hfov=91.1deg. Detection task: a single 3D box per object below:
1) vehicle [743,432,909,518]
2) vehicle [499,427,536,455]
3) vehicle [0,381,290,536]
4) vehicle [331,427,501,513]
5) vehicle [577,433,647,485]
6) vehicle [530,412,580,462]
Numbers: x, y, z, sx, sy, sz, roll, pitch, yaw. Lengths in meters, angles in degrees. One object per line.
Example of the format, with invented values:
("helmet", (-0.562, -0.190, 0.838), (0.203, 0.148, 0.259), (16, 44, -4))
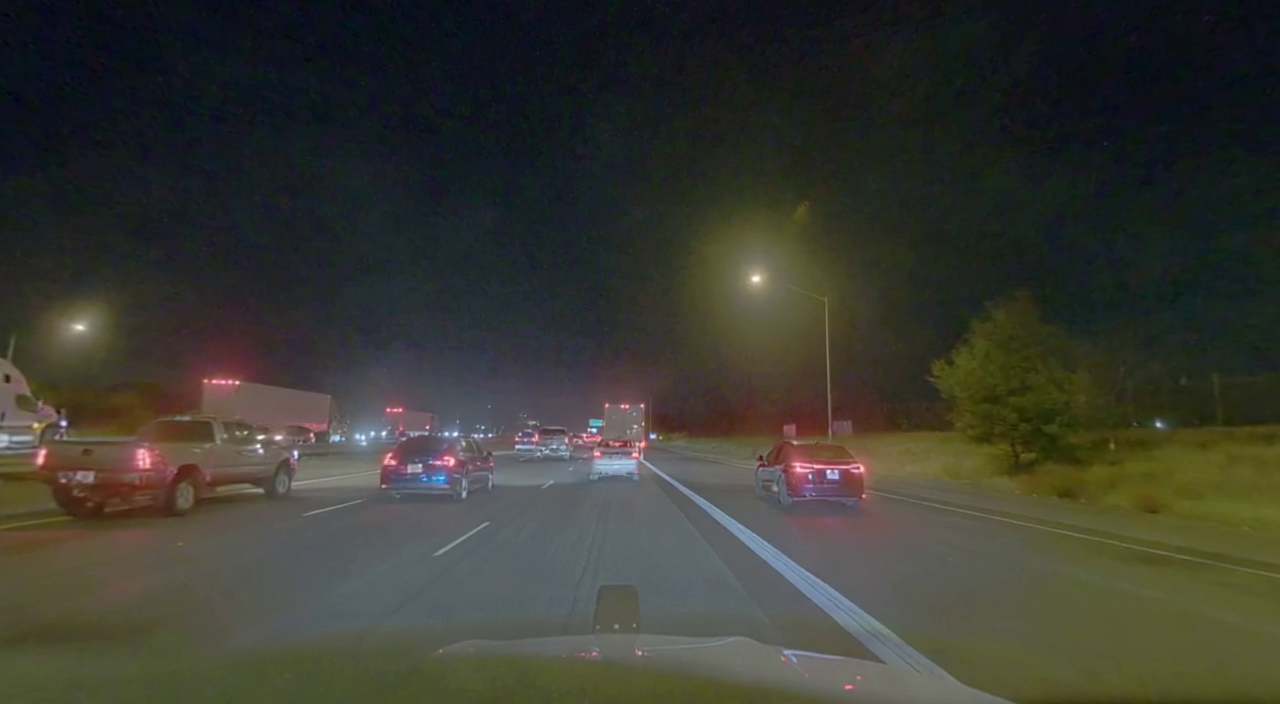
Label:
("vehicle", (3.615, 2.453, 13.224), (1.981, 1.474, 4.396), (0, -8, -2))
("vehicle", (-9.405, 6.864, 48.638), (2.023, 1.992, 4.581), (0, -8, -2))
("vehicle", (-8.126, 1.654, 10.296), (2.158, 1.943, 4.662), (0, -8, -1))
("vehicle", (-4.416, 2.367, 13.260), (2.046, 1.493, 4.384), (0, -8, -1))
("vehicle", (-0.864, 3.301, 19.795), (1.980, 1.478, 3.758), (0, -8, -2))
("vehicle", (-4.846, 4.965, 36.774), (2.303, 2.610, 6.579), (0, -8, -3))
